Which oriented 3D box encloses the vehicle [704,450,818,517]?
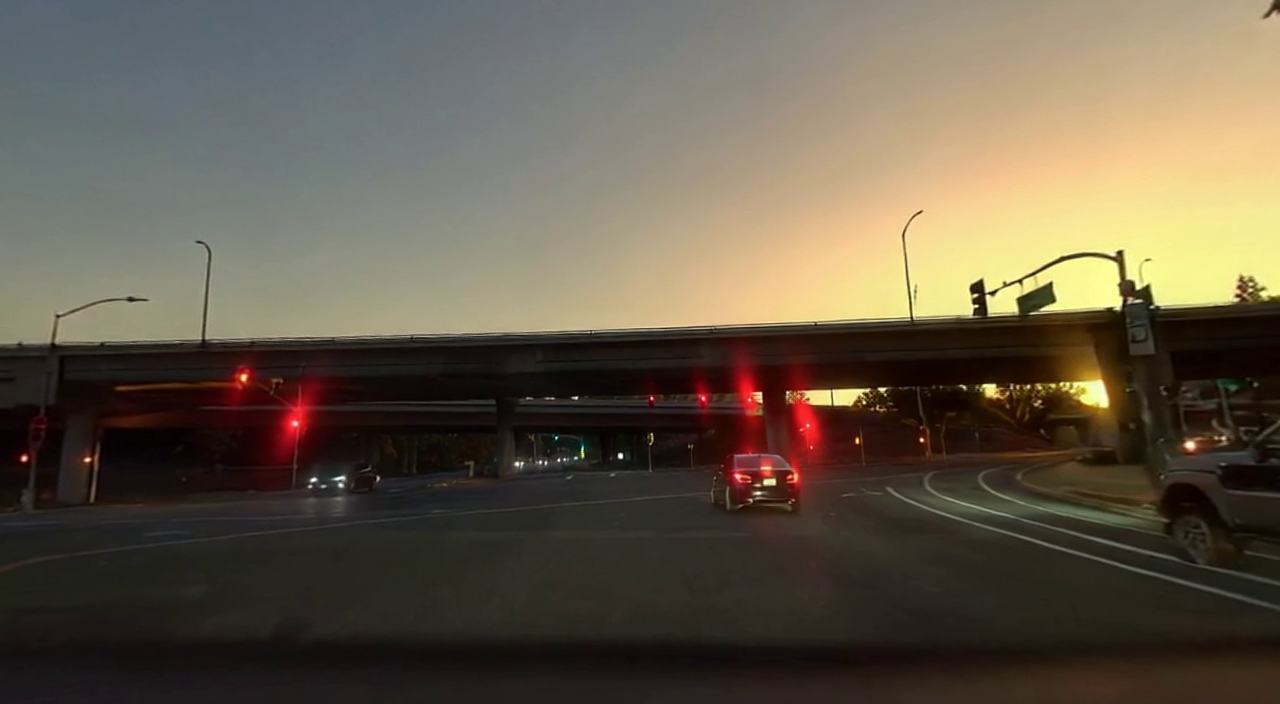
[{"bbox_3d":[2.867,3.225,16.110,1.909,1.425,4.521,0,-9,-1],"label":"vehicle"}]

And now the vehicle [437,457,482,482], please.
[{"bbox_3d":[-13.775,8.973,48.539,2.201,1.716,4.830,-2,-9,-2],"label":"vehicle"}]

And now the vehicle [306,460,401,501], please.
[{"bbox_3d":[-13.078,5.850,29.251,2.126,1.506,5.411,-3,-9,-3],"label":"vehicle"}]

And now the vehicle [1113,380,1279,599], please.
[{"bbox_3d":[6.400,1.051,4.637,2.007,1.828,4.896,0,-9,0],"label":"vehicle"}]
